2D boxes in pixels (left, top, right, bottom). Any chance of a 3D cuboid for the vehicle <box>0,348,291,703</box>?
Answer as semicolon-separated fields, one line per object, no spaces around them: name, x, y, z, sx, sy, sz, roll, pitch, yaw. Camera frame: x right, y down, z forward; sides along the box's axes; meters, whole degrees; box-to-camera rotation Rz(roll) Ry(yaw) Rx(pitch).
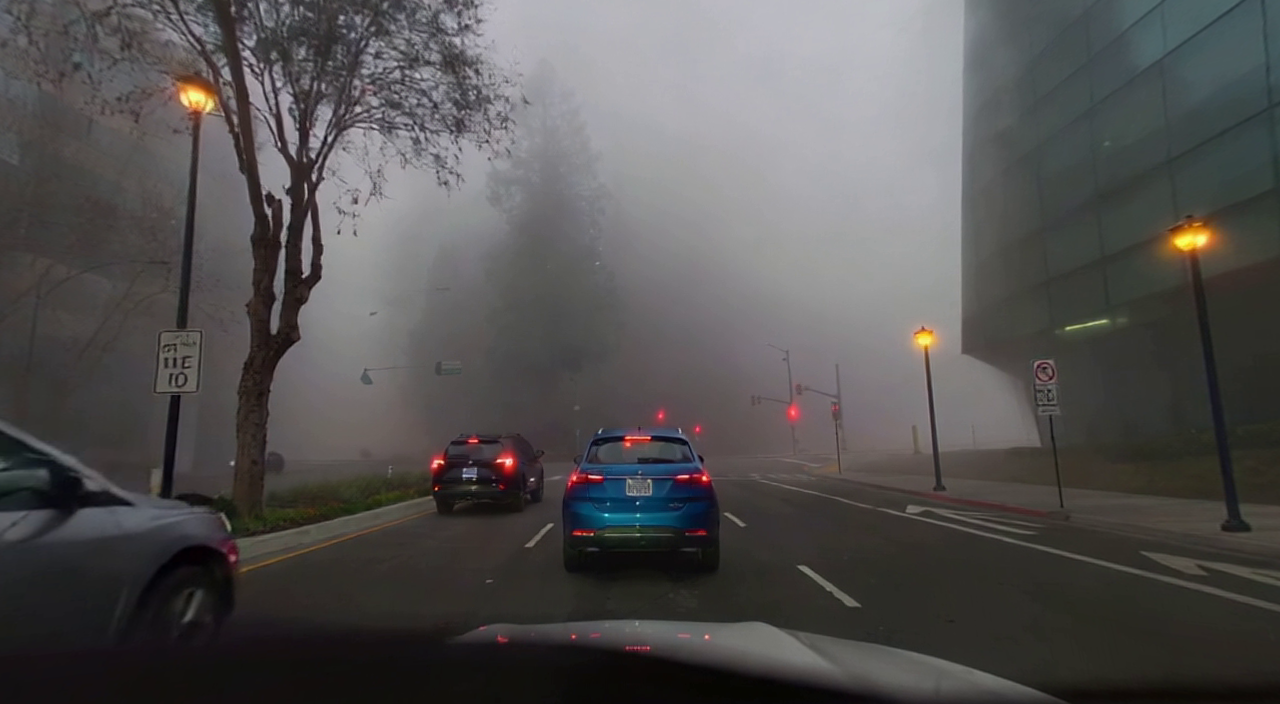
vehicle;-3.598;0.812;2.325;2.083;1.691;4.398;0;-8;0

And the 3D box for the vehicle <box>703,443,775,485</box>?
vehicle;3.705;4.260;24.457;2.082;1.445;4.426;0;-8;0

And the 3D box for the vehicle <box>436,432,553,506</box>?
vehicle;-3.625;2.989;16.587;2.068;1.678;4.199;0;-8;0

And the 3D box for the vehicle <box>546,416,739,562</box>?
vehicle;0.008;1.885;9.405;2.207;1.659;4.155;0;-8;0
